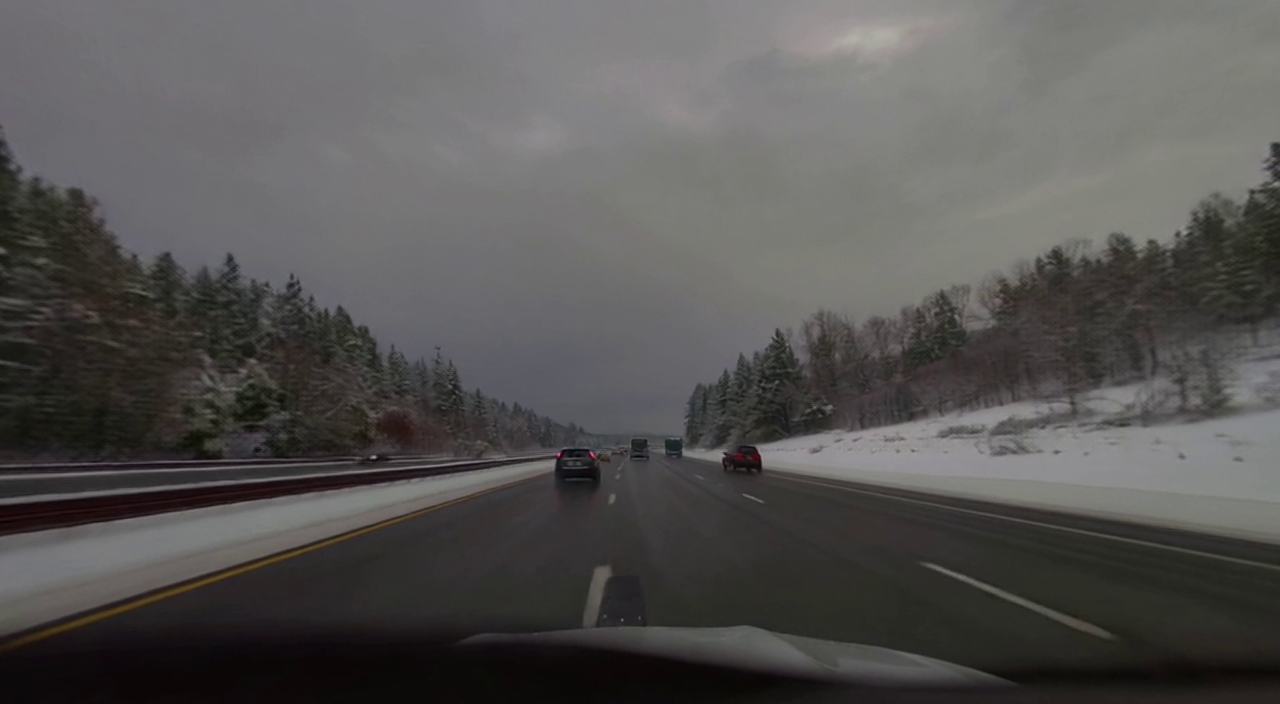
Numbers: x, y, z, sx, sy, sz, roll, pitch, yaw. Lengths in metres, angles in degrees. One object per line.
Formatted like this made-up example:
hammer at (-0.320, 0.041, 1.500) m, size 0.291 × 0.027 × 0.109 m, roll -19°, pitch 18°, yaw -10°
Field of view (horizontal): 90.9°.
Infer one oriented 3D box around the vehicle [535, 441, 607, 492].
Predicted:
vehicle at (-2.183, 3.779, 21.129) m, size 2.053 × 1.483 × 4.185 m, roll 0°, pitch -9°, yaw -2°

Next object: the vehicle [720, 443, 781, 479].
vehicle at (4.914, 4.881, 28.418) m, size 1.926 × 1.483 × 3.528 m, roll 0°, pitch -9°, yaw -3°
